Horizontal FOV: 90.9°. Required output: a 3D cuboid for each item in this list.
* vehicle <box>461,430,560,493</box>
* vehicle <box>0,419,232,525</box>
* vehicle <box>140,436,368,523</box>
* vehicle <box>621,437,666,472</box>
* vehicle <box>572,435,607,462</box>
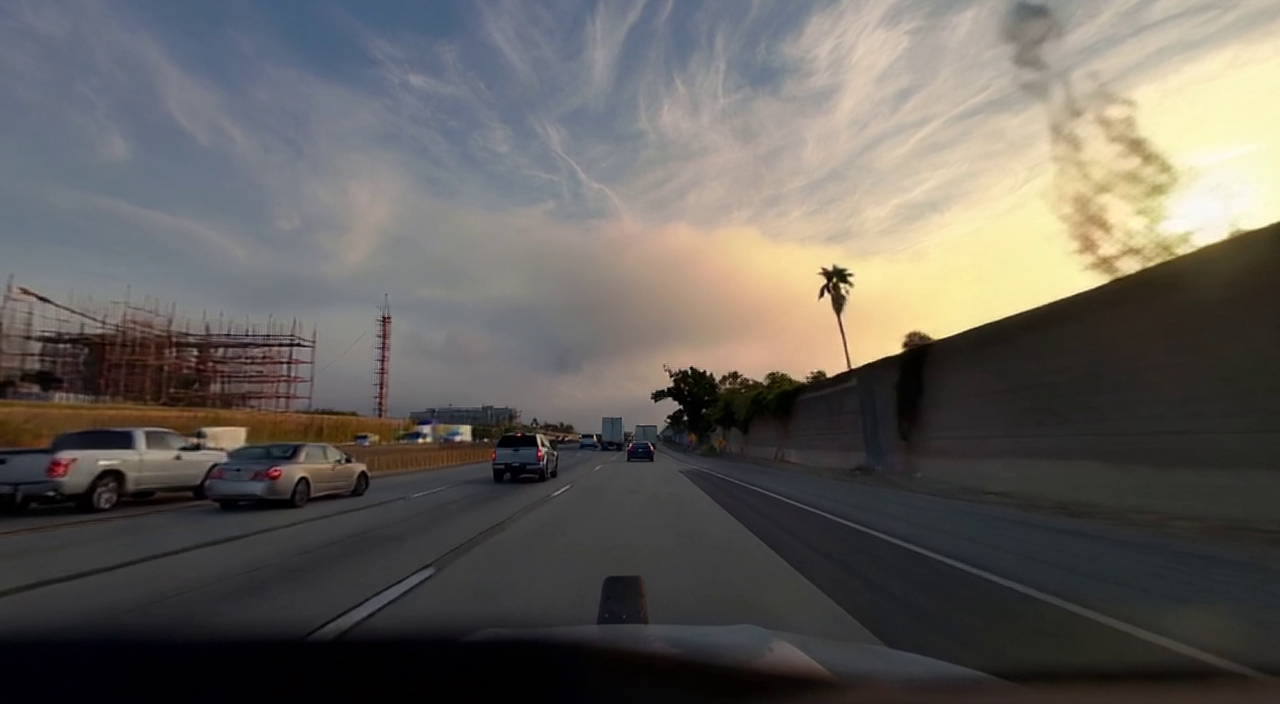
[{"bbox_3d":[-3.942,3.408,20.052,2.108,1.740,4.549,0,-8,1],"label":"vehicle"},{"bbox_3d":[-11.636,2.487,13.675,2.077,1.829,5.101,0,-8,1],"label":"vehicle"},{"bbox_3d":[-7.645,2.543,13.165,1.949,1.476,4.410,0,-8,0],"label":"vehicle"},{"bbox_3d":[0.184,5.207,32.256,2.136,1.678,4.052,0,-8,0],"label":"vehicle"},{"bbox_3d":[-3.764,7.351,48.070,2.203,1.958,4.848,-1,-8,1],"label":"vehicle"}]
